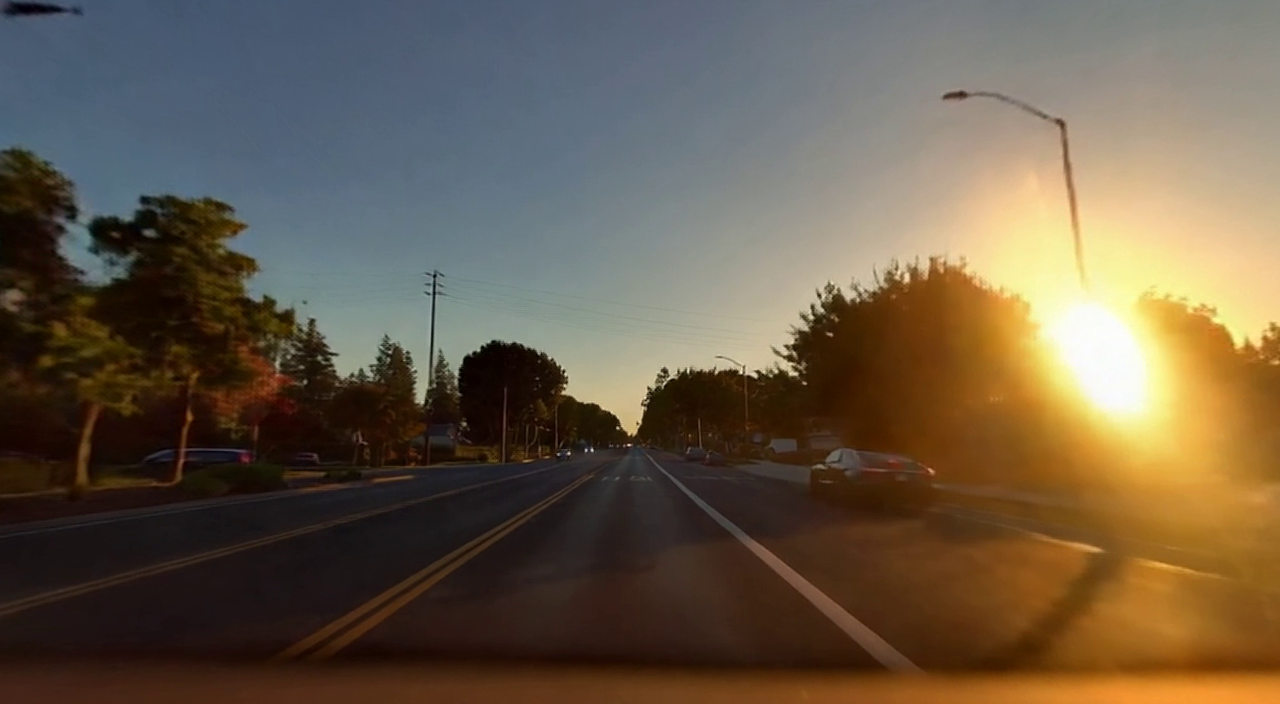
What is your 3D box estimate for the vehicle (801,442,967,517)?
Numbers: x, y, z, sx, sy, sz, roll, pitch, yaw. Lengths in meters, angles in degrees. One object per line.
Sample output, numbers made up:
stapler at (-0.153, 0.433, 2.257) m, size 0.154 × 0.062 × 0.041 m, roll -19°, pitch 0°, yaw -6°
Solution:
vehicle at (5.974, 3.185, 16.294) m, size 2.282 × 1.566 × 4.705 m, roll -1°, pitch -9°, yaw -1°
